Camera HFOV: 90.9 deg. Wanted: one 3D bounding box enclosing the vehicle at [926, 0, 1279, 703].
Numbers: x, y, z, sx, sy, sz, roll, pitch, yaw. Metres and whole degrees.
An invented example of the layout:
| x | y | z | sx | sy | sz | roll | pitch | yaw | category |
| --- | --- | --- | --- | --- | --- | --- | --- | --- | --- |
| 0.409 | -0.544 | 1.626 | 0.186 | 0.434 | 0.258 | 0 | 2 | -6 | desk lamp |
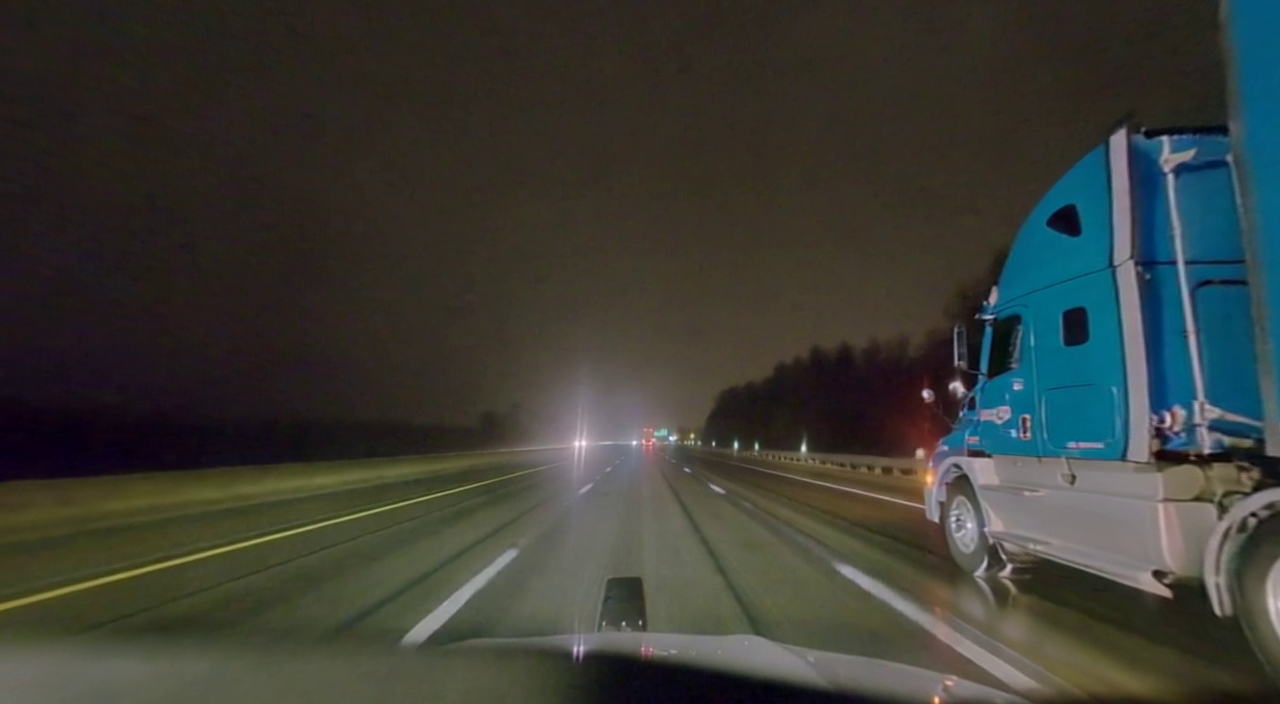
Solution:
| x | y | z | sx | sy | sz | roll | pitch | yaw | category |
| --- | --- | --- | --- | --- | --- | --- | --- | --- | --- |
| 4.116 | -0.457 | 0.971 | 3.012 | 3.768 | 8.945 | 0 | -8 | -1 | vehicle |
